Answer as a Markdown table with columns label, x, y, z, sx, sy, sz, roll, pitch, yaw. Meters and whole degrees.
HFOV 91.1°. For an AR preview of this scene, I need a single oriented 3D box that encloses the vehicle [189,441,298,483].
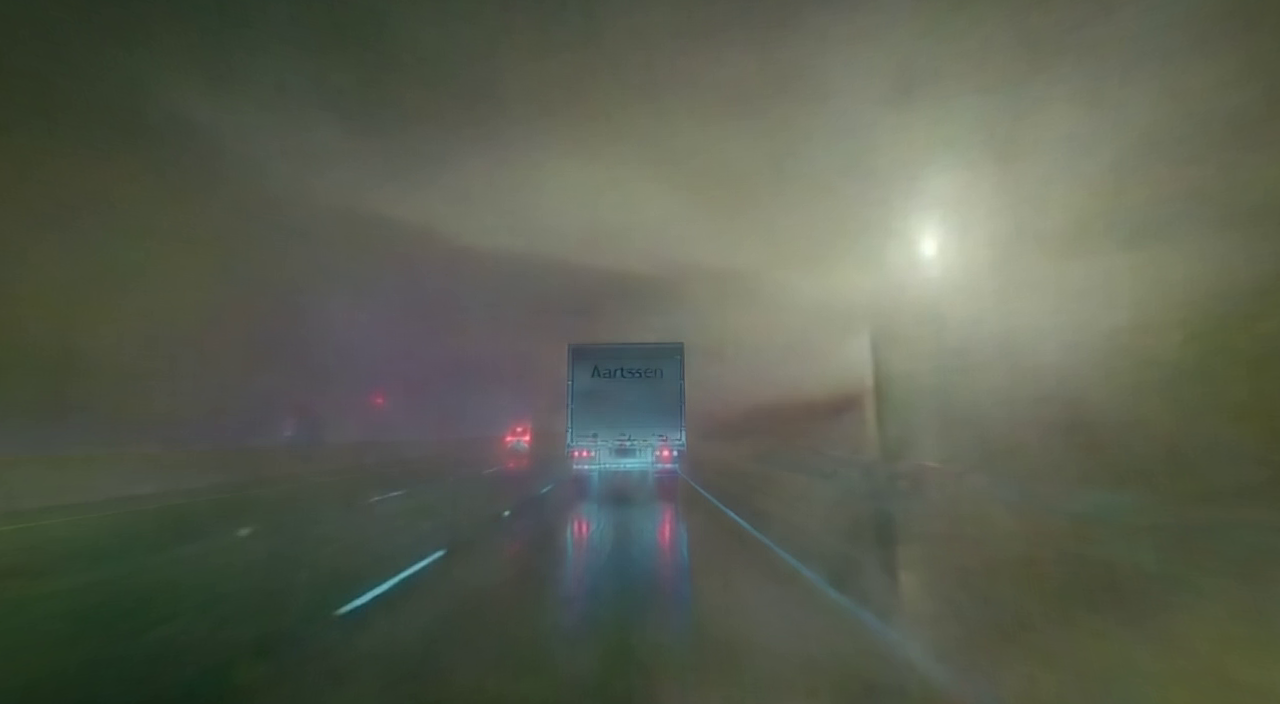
| label | x | y | z | sx | sy | sz | roll | pitch | yaw |
| --- | --- | --- | --- | --- | --- | --- | --- | --- | --- |
| vehicle | -16.386 | 4.513 | 26.253 | 1.911 | 1.562 | 4.014 | 0 | -8 | 0 |

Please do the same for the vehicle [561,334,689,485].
| label | x | y | z | sx | sy | sz | roll | pitch | yaw |
| --- | --- | --- | --- | --- | --- | --- | --- | --- | --- |
| vehicle | -0.415 | 2.255 | 22.493 | 3.442 | 4.106 | 10.719 | 0 | -8 | 0 |

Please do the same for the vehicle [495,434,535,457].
| label | x | y | z | sx | sy | sz | roll | pitch | yaw |
| --- | --- | --- | --- | --- | --- | --- | --- | --- | --- |
| vehicle | -8.575 | 6.461 | 43.567 | 1.940 | 1.488 | 3.976 | 0 | -8 | 0 |

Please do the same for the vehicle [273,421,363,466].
| label | x | y | z | sx | sy | sz | roll | pitch | yaw |
| --- | --- | --- | --- | --- | --- | --- | --- | --- | --- |
| vehicle | -20.016 | 5.713 | 39.472 | 2.263 | 2.534 | 6.175 | 0 | -8 | 1 |

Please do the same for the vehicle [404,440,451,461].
| label | x | y | z | sx | sy | sz | roll | pitch | yaw |
| --- | --- | --- | --- | --- | --- | --- | --- | --- | --- |
| vehicle | -15.945 | 7.400 | 47.408 | 1.924 | 1.498 | 4.565 | 0 | -8 | 1 |
